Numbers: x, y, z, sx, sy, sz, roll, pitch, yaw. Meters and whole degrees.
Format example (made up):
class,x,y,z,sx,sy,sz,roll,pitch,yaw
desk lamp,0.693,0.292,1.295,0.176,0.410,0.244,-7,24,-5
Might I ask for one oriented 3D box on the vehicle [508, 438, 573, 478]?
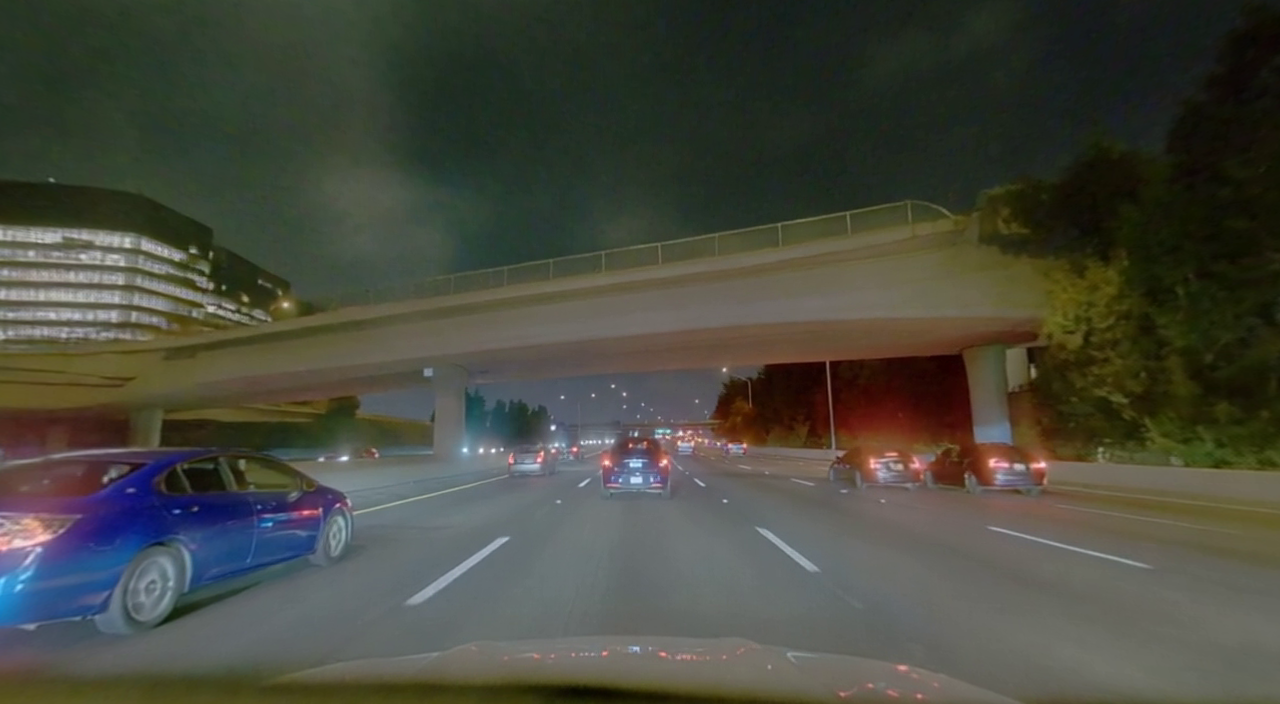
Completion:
class,x,y,z,sx,sy,sz,roll,pitch,yaw
vehicle,-4.006,4.362,26.145,1.947,1.516,4.295,0,-9,1

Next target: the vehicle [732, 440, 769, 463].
class,x,y,z,sx,sy,sz,roll,pitch,yaw
vehicle,7.653,6.924,43.856,1.880,1.526,3.641,0,-9,0

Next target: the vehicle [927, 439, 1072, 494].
class,x,y,z,sx,sy,sz,roll,pitch,yaw
vehicle,11.146,3.550,19.987,2.008,1.516,4.385,0,-9,0

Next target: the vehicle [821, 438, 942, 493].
class,x,y,z,sx,sy,sz,roll,pitch,yaw
vehicle,7.488,3.547,20.120,2.049,1.521,4.604,0,-9,0

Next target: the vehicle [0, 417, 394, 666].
class,x,y,z,sx,sy,sz,roll,pitch,yaw
vehicle,-4.252,1.469,6.053,1.974,1.478,4.412,0,-9,0

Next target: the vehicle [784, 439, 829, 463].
class,x,y,z,sx,sy,sz,roll,pitch,yaw
vehicle,11.666,6.977,44.436,1.992,1.625,4.359,0,-9,0

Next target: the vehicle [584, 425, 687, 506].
class,x,y,z,sx,sy,sz,roll,pitch,yaw
vehicle,-0.070,2.738,15.530,2.181,1.697,4.021,0,-9,1
